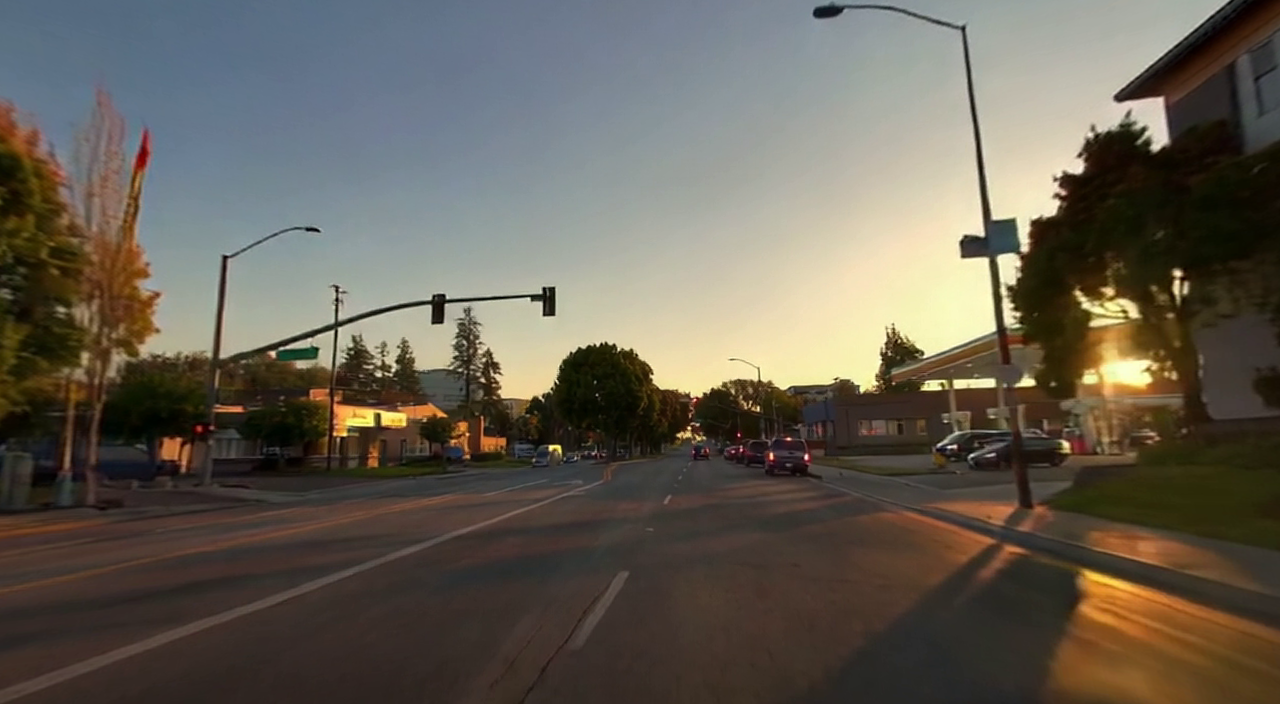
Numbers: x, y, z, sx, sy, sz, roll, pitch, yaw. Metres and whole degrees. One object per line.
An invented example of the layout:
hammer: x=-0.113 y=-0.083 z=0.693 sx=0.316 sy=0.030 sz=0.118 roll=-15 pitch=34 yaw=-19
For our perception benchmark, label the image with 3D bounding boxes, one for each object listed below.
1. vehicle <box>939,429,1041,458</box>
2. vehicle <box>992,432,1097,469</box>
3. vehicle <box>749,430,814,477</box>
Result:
vehicle: x=19.366 y=5.084 z=35.113 sx=4.421 sy=1.548 sz=2.061 roll=-1 pitch=-8 yaw=7
vehicle: x=16.836 y=4.124 z=26.587 sx=1.919 sy=1.411 sz=4.440 roll=-1 pitch=-8 yaw=7
vehicle: x=6.212 y=4.532 z=28.366 sx=2.194 sy=1.896 sz=5.049 roll=-1 pitch=-8 yaw=6
